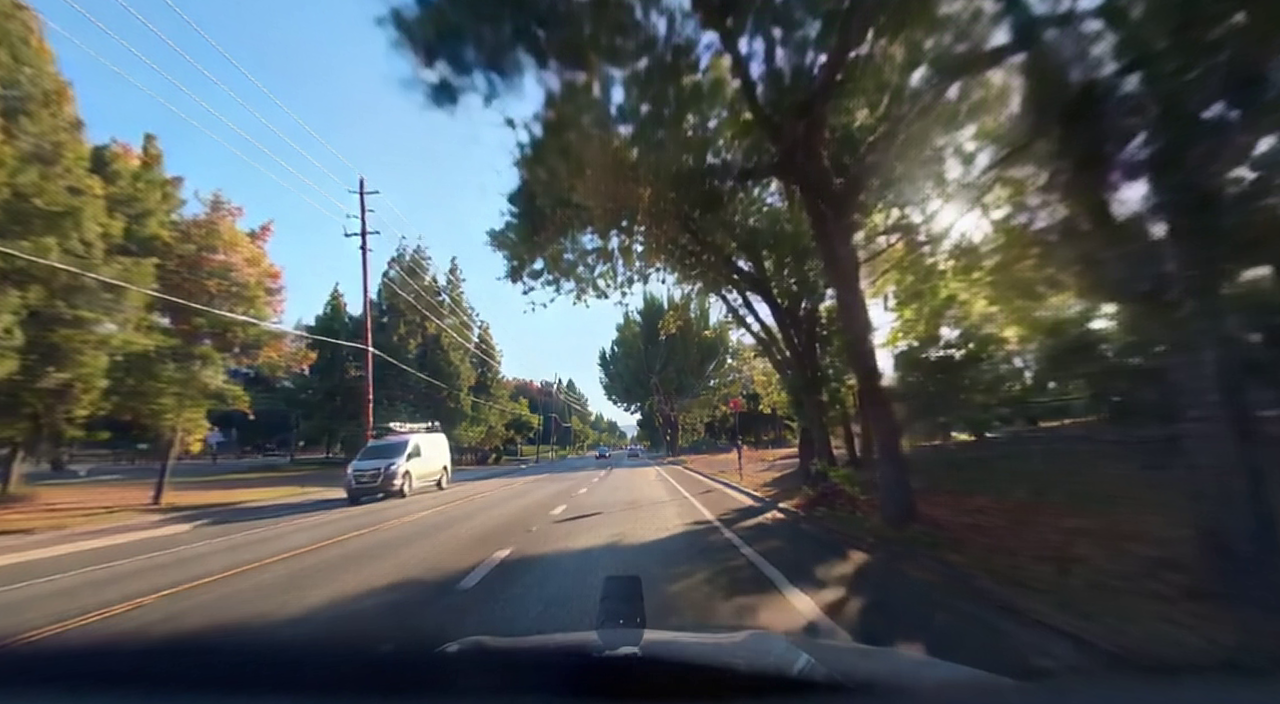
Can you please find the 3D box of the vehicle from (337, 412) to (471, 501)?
[{"bbox_3d":[-8.116,3.633,22.620,2.351,2.696,6.106,-1,-7,1],"label":"vehicle"}]
